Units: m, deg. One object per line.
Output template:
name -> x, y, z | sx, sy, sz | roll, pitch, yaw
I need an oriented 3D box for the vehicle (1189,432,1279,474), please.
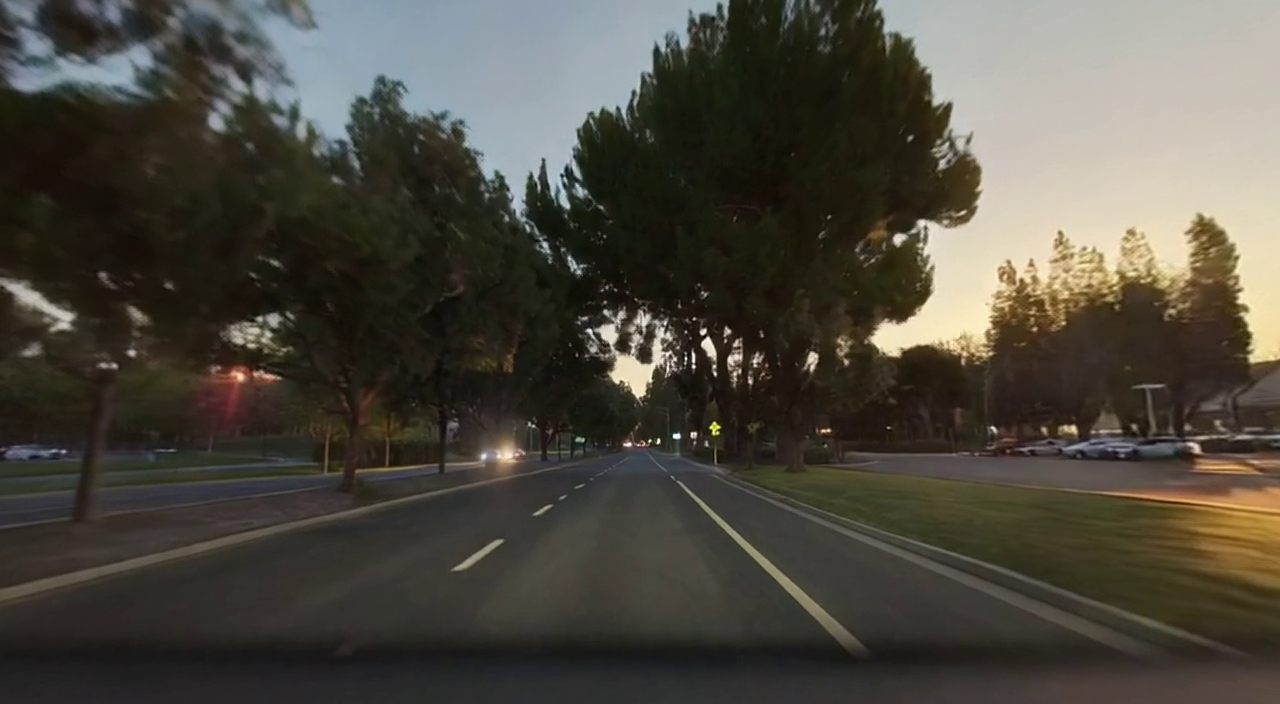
vehicle -> 23.292, 3.778, 23.797 | 1.732, 1.447, 3.563 | 1, -8, -1
